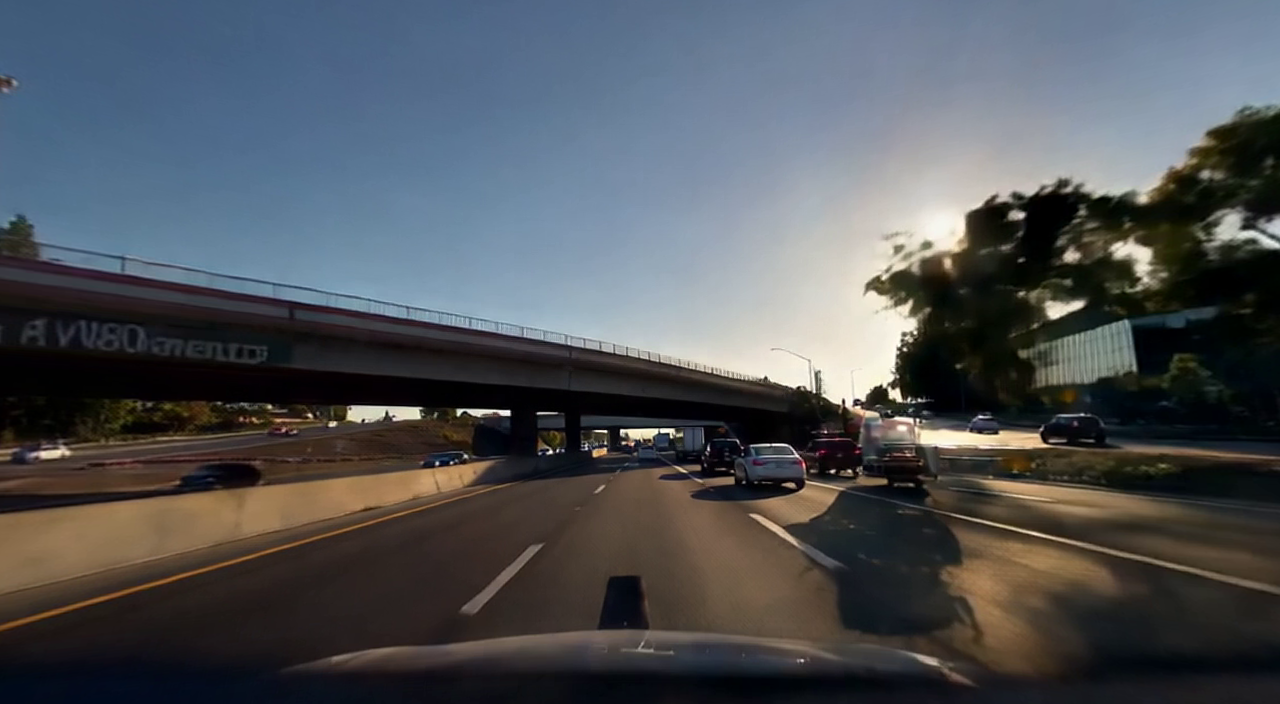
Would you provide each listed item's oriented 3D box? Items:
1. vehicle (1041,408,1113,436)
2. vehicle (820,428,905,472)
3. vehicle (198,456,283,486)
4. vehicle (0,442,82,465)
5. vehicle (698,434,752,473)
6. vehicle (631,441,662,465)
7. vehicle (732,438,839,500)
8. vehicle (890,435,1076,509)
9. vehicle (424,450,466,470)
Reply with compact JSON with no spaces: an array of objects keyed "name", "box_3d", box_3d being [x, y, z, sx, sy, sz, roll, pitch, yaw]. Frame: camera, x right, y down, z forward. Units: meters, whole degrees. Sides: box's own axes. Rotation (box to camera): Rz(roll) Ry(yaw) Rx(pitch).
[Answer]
[{"name":"vehicle","box_3d":[32.437,5.267,47.036,2.131,1.840,4.870,-1,-8,5]},{"name":"vehicle","box_3d":[11.184,4.998,32.238,2.193,2.025,5.606,0,-8,-1]},{"name":"vehicle","box_3d":[-22.873,6.800,36.337,1.832,1.483,4.565,0,-8,1]},{"name":"vehicle","box_3d":[-41.623,7.057,43.875,1.753,1.508,4.416,0,-8,-4]},{"name":"vehicle","box_3d":[4.307,5.248,32.752,2.086,1.858,4.737,0,-8,-1]},{"name":"vehicle","box_3d":[0.430,7.210,45.174,2.124,1.639,4.122,0,-8,-1]},{"name":"vehicle","box_3d":[3.880,3.195,17.692,1.902,1.481,4.451,0,-8,-1]},{"name":"vehicle","box_3d":[7.823,2.745,14.978,1.919,1.476,4.303,0,-8,-1]},{"name":"vehicle","box_3d":[-15.233,8.451,49.462,1.897,1.468,4.391,0,-8,1]}]
